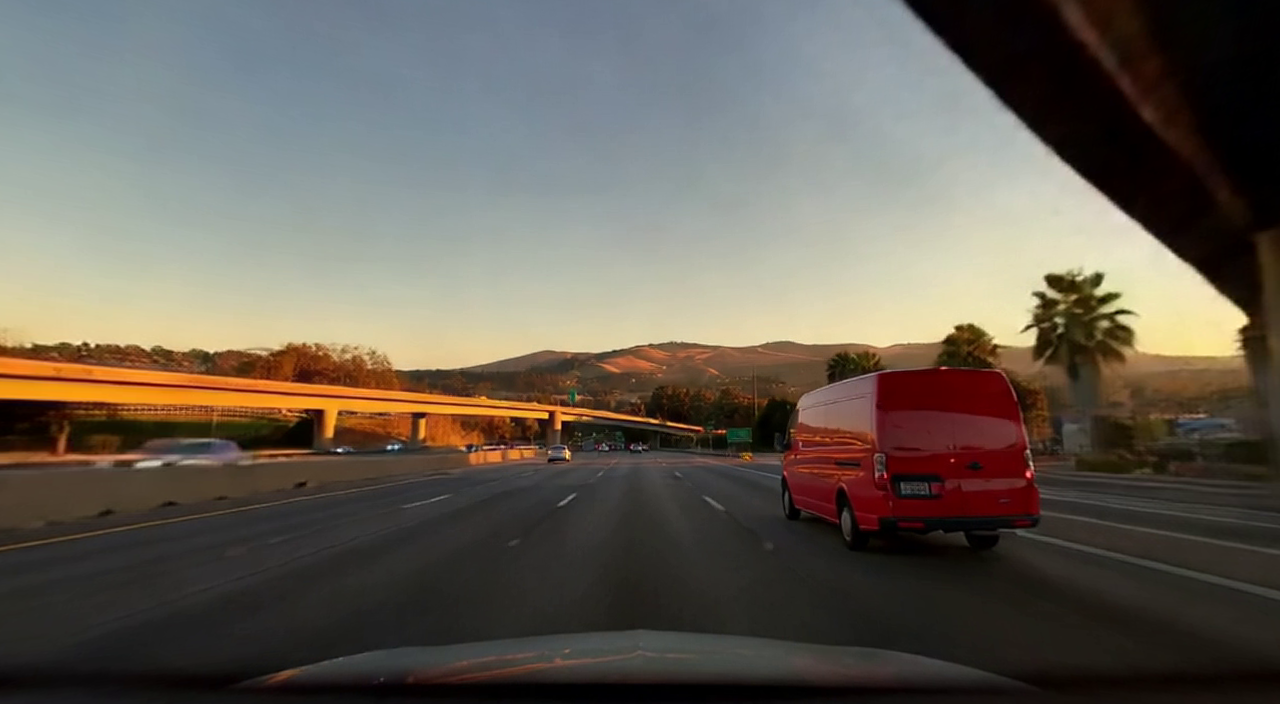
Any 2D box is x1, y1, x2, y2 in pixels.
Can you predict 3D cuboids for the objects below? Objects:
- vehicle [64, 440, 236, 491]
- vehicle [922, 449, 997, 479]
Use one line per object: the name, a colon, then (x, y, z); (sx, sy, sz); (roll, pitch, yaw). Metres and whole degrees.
vehicle: (-16.068, 3.726, 20.997); (1.952, 1.479, 4.689); (0, -9, 0)
vehicle: (19.486, 6.827, 38.549); (2.294, 1.737, 4.708); (-1, -9, 3)
